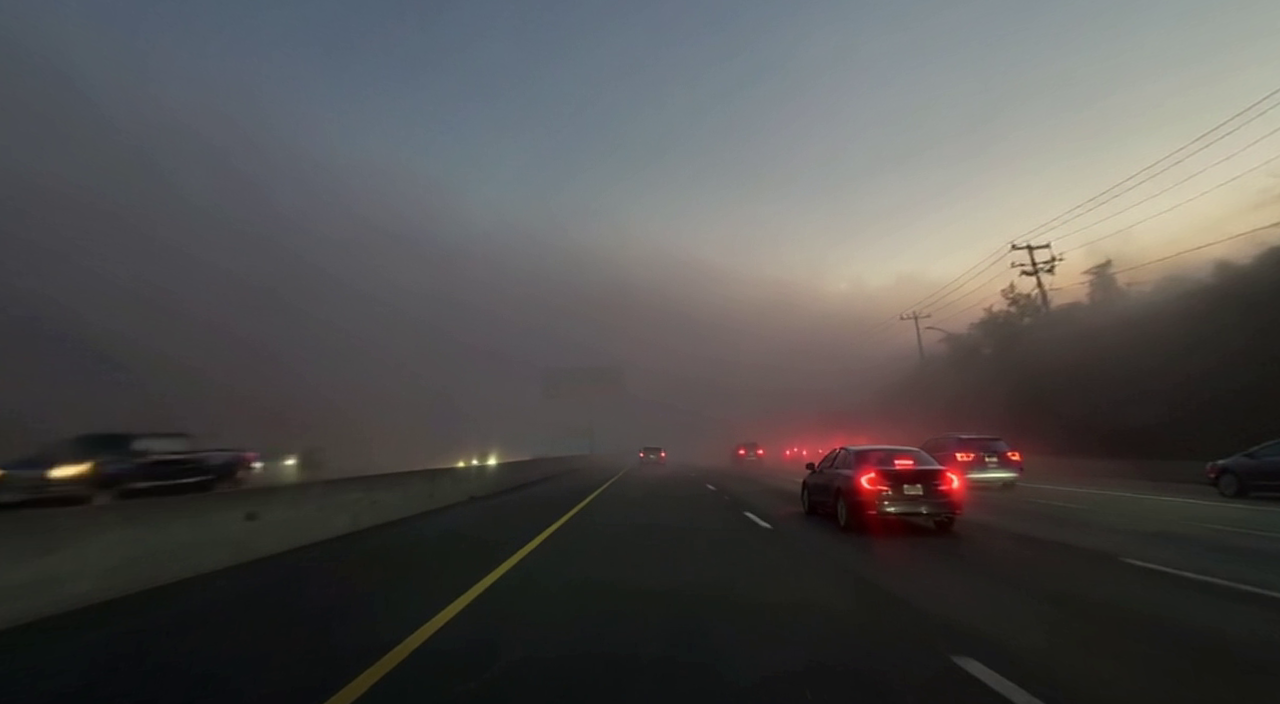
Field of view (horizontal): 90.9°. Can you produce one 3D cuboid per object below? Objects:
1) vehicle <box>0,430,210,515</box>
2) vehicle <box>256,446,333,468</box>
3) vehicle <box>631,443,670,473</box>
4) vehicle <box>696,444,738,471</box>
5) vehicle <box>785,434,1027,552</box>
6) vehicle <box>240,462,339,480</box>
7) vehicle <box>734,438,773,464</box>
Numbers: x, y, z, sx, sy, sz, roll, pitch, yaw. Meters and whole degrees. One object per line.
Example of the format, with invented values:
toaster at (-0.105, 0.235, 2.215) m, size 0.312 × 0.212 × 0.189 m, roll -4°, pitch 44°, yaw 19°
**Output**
vehicle at (-14.296, 3.046, 16.619) m, size 2.080 × 1.857 × 5.305 m, roll 0°, pitch -8°, yaw 1°
vehicle at (-20.105, 6.111, 36.961) m, size 1.767 × 1.188 × 4.702 m, roll 0°, pitch -8°, yaw 2°
vehicle at (0.577, 5.934, 35.445) m, size 2.042 × 1.581 × 3.769 m, roll 0°, pitch -8°, yaw 1°
vehicle at (4.459, 6.137, 37.015) m, size 1.936 × 1.465 × 4.060 m, roll 0°, pitch -8°, yaw 0°
vehicle at (3.895, 2.116, 10.275) m, size 1.986 × 1.478 × 4.429 m, roll 0°, pitch -8°, yaw 0°
vehicle at (-20.082, 6.847, 36.490) m, size 2.456 × 0.778 × 5.571 m, roll -1°, pitch -8°, yaw 2°
vehicle at (8.350, 7.359, 46.834) m, size 2.041 × 1.821 × 4.562 m, roll 0°, pitch -8°, yaw 0°
